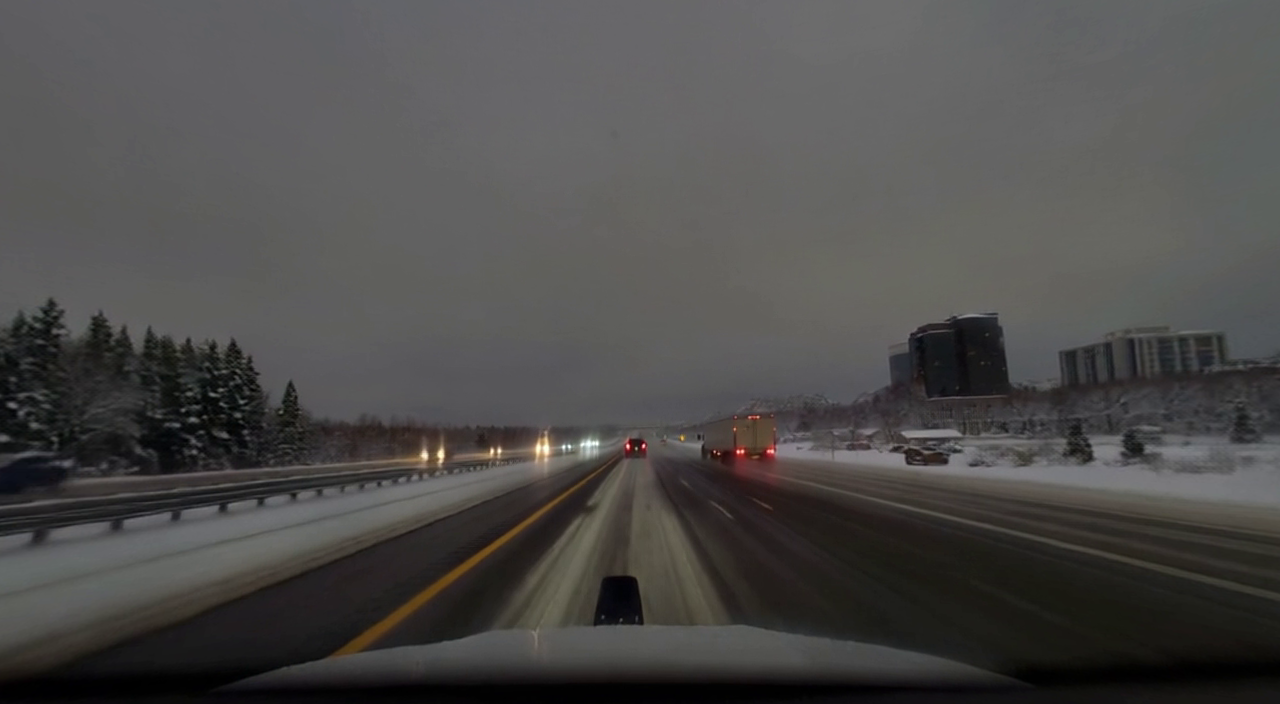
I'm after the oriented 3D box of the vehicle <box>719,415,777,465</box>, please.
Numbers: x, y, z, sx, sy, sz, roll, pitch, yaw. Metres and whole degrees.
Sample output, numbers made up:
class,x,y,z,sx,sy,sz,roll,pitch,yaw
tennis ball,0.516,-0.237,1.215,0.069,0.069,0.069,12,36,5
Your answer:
class,x,y,z,sx,sy,sz,roll,pitch,yaw
vehicle,7.489,6.299,44.915,2.793,3.204,7.997,0,-8,1
